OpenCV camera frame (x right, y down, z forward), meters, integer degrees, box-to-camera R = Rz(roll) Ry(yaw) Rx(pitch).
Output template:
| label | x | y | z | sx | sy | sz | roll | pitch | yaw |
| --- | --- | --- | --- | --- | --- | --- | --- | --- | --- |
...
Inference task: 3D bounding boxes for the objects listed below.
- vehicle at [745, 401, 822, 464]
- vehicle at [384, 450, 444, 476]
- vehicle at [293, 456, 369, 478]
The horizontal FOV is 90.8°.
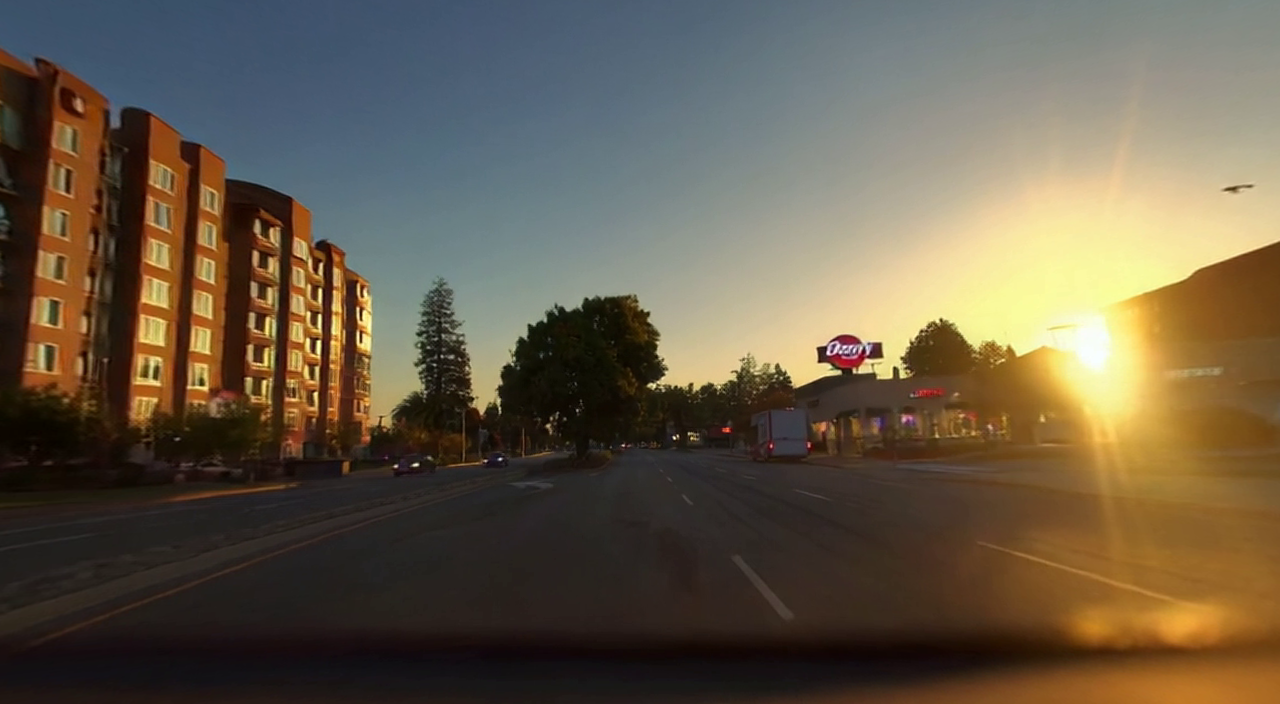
| label | x | y | z | sx | sy | sz | roll | pitch | yaw |
| --- | --- | --- | --- | --- | --- | --- | --- | --- | --- |
| vehicle | 9.628 | 5.675 | 43.565 | 3.174 | 3.794 | 9.019 | -2 | -9 | 1 |
| vehicle | -14.724 | 7.343 | 41.494 | 1.841 | 1.543 | 4.680 | -2 | -11 | 6 |
| vehicle | -23.161 | 8.630 | 47.577 | 4.862 | 1.510 | 2.027 | 3 | -9 | -20 |
